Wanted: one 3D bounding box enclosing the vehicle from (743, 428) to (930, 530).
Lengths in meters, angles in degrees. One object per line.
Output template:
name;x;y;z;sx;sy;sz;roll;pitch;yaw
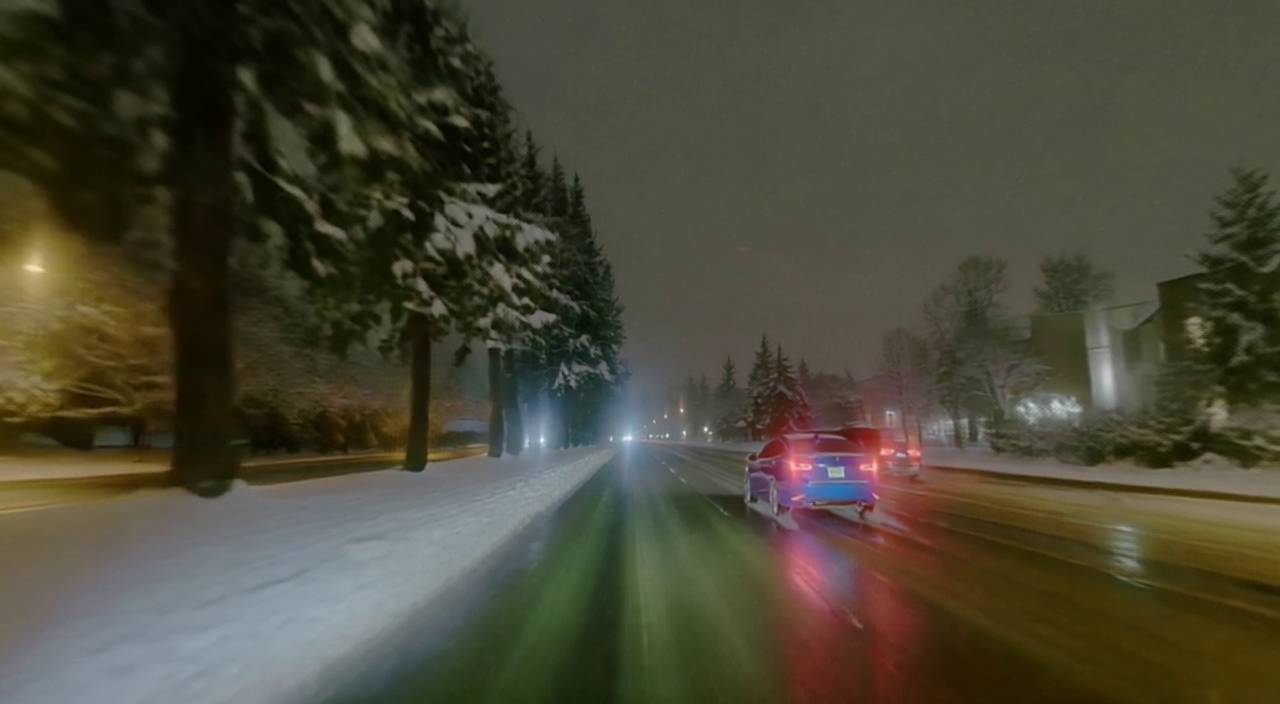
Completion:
vehicle;3.233;2.171;11.435;1.950;1.473;4.259;0;-8;-1
